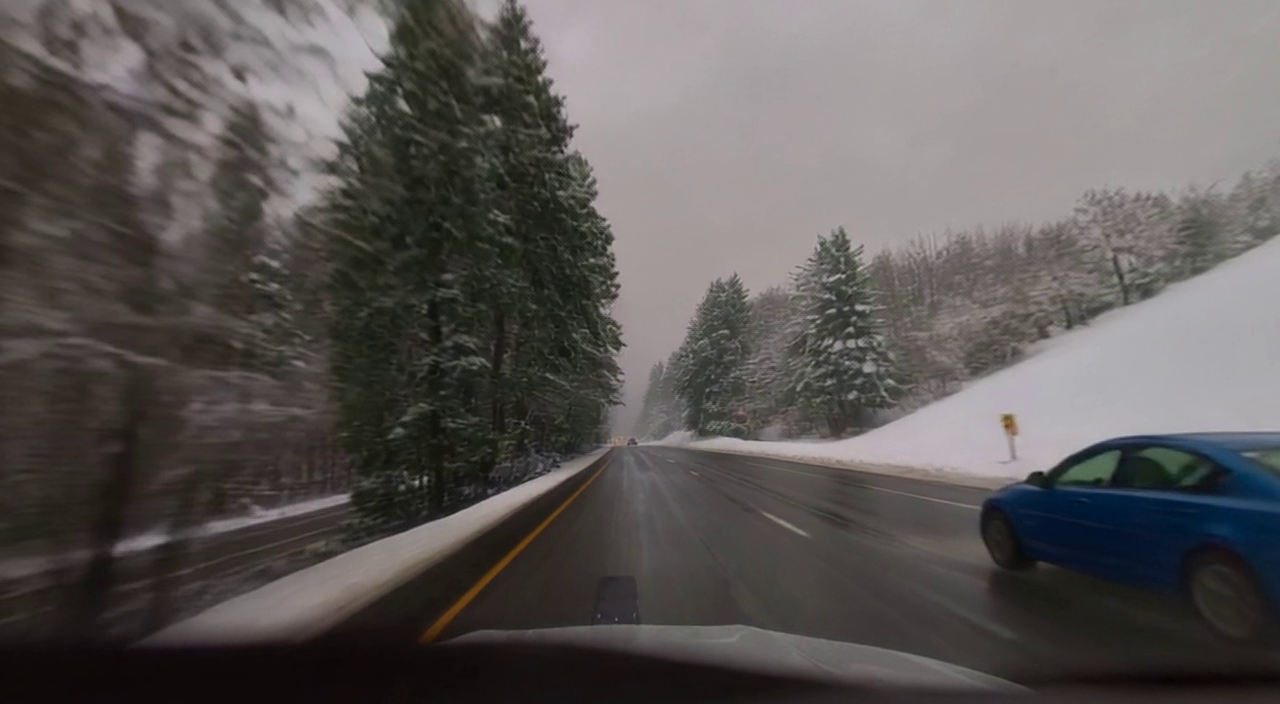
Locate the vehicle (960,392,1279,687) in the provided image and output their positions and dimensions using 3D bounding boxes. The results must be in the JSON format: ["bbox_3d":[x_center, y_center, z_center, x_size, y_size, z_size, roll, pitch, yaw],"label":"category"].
[{"bbox_3d":[4.276,1.077,4.021,1.905,1.525,4.719,0,-8,-1],"label":"vehicle"}]
